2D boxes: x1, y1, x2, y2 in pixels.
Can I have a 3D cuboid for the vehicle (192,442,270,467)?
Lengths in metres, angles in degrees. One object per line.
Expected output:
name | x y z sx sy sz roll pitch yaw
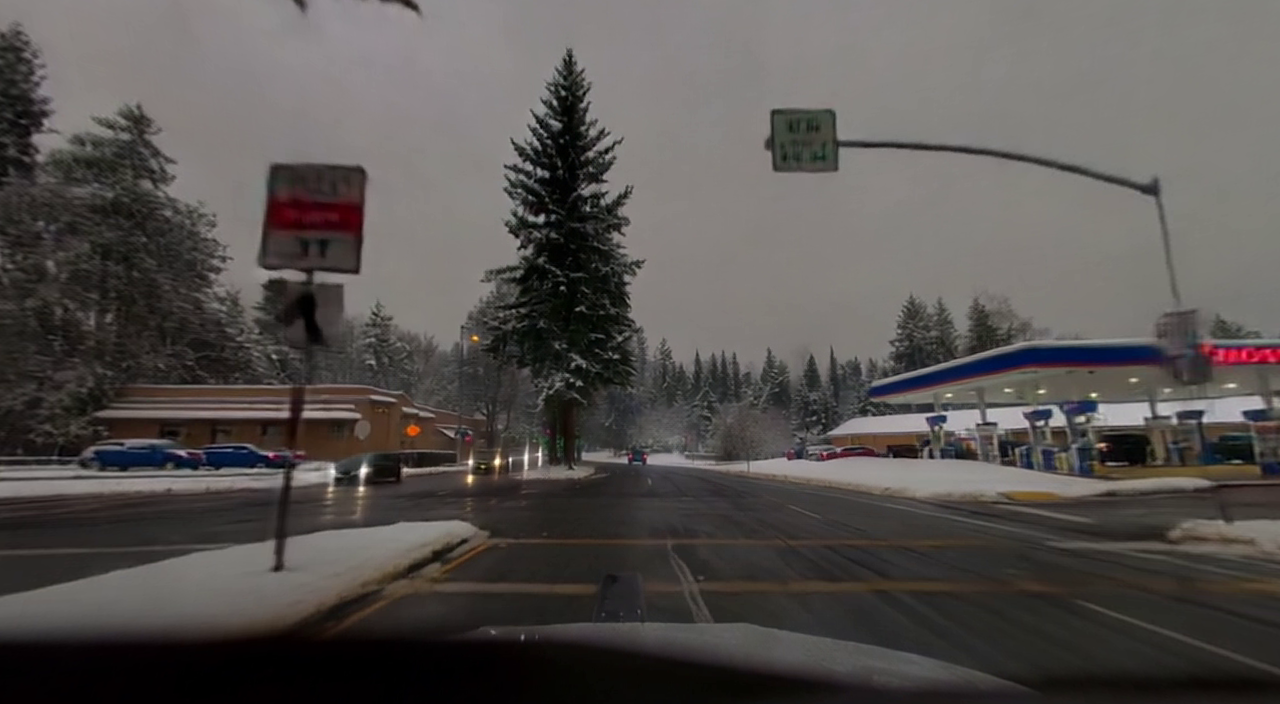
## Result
vehicle | -28.940 7.281 44.858 4.390 1.665 1.934 4 -10 -27

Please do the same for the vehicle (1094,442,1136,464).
vehicle | 34.704 7.368 46.085 1.969 1.482 4.815 -8 -11 40

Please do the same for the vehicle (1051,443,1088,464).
vehicle | 32.538 7.668 47.788 1.894 1.434 4.308 -7 -11 38

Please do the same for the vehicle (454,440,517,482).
vehicle | -7.052 5.032 29.341 1.987 1.747 4.545 0 -9 -3

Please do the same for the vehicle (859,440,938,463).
vehicle | 19.165 7.383 46.911 4.868 1.610 2.223 1 -9 -5

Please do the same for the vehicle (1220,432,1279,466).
vehicle | 30.470 4.829 31.404 2.103 1.561 4.355 -8 -12 40

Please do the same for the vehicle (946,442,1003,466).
vehicle | 21.494 6.531 40.509 1.916 1.434 4.557 -9 -13 44

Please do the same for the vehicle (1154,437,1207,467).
vehicle | 28.649 5.279 33.429 1.815 1.480 4.406 -8 -12 42

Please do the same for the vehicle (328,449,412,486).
vehicle | -11.746 5.024 27.827 1.909 1.469 4.370 0 -9 -2

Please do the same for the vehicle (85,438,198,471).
vehicle | -28.870 5.953 36.719 4.938 1.778 1.954 7 -12 -39

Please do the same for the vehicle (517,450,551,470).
vehicle | -8.097 8.265 48.583 1.982 1.465 4.376 0 -9 -1
